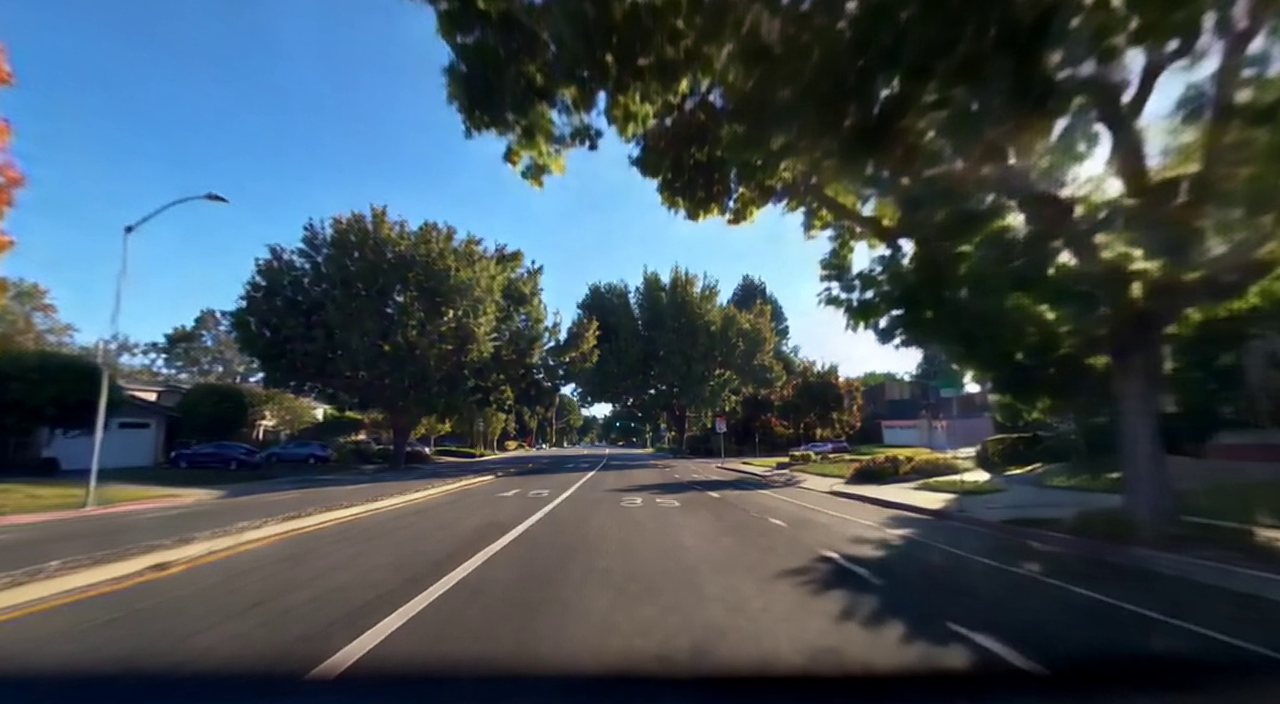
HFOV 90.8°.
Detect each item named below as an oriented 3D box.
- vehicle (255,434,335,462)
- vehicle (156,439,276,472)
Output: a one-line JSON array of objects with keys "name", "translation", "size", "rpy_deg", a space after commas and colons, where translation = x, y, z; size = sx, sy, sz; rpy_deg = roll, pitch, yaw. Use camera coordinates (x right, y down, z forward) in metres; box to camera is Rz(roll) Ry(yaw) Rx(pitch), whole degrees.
[{"name": "vehicle", "translation": [-21.759, 6.095, 39.959], "size": [3.886, 1.641, 1.850], "rpy_deg": [1, -10, -1]}, {"name": "vehicle", "translation": [-20.714, 5.065, 31.000], "size": [4.536, 1.502, 1.975], "rpy_deg": [-1, -8, 4]}]
